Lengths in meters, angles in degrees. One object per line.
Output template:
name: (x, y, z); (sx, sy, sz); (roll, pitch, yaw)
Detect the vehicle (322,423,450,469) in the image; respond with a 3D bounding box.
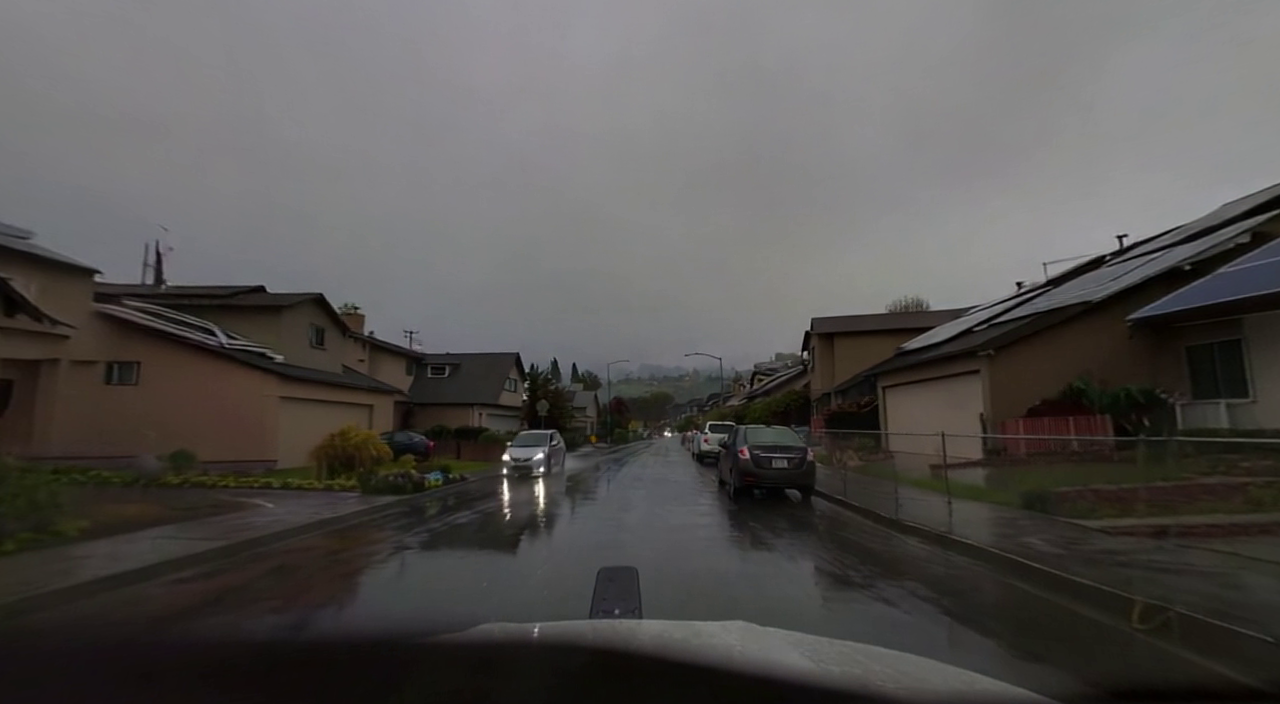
vehicle: (-10.117, 3.768, 25.357); (4.205, 1.745, 2.121); (-1, -8, 4)

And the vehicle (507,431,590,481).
vehicle: (-2.943, 3.441, 21.209); (1.972, 1.499, 4.191); (-1, -8, 3)

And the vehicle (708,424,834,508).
vehicle: (2.582, 2.333, 13.407); (1.998, 1.494, 3.927); (0, -8, 3)
